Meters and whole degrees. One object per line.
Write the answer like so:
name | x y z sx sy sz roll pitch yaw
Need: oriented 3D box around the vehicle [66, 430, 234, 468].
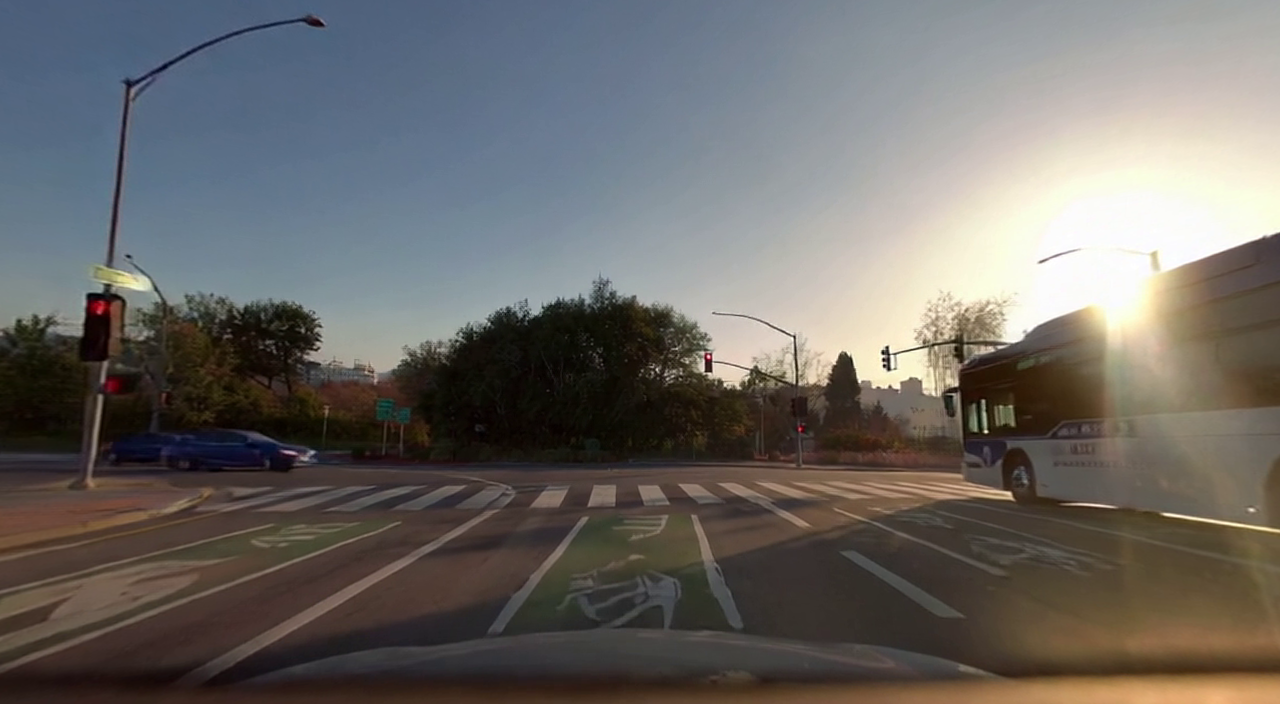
vehicle | -20.684 4.143 26.920 5.203 1.488 1.907 3 -9 -19

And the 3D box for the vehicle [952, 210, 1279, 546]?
vehicle | 9.404 0.707 10.170 2.916 4.009 13.397 0 -9 5

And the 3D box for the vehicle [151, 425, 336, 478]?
vehicle | -13.511 3.462 21.910 5.014 1.675 1.906 3 -9 -18
